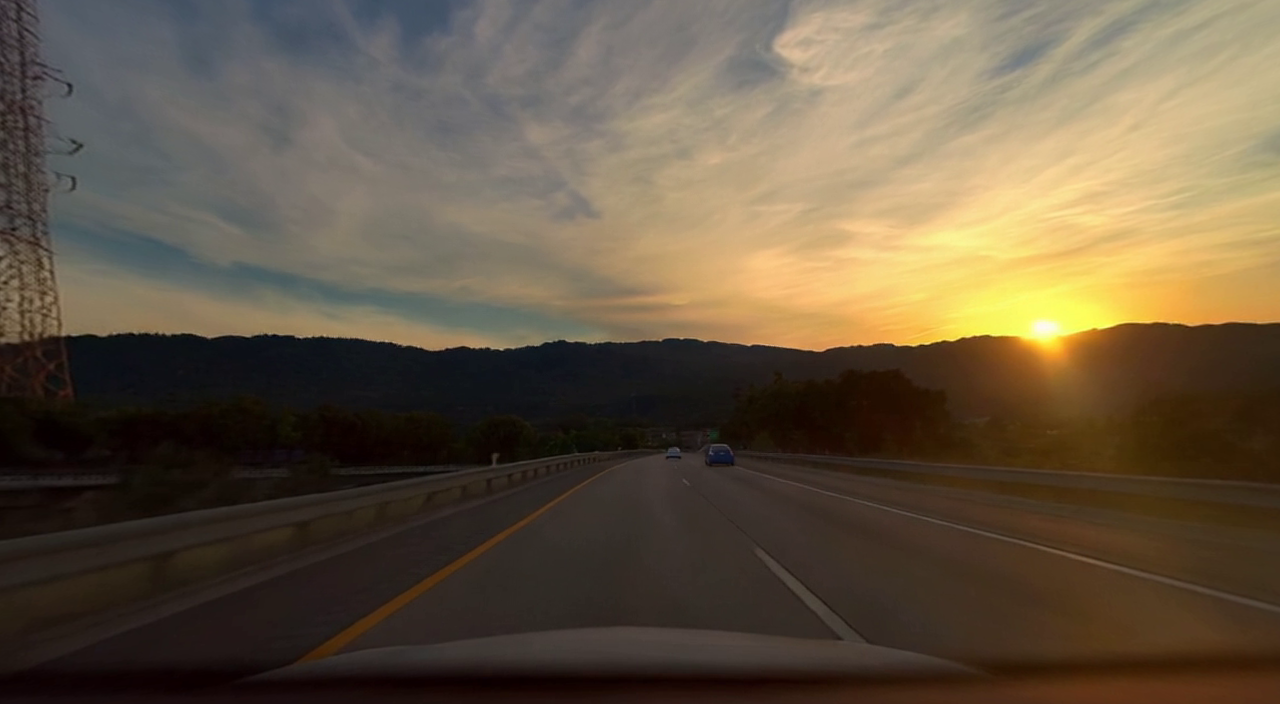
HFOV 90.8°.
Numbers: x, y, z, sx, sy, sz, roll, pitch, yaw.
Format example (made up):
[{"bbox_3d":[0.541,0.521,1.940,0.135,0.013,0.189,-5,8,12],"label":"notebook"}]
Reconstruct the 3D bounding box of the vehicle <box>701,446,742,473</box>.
[{"bbox_3d":[4.875,6.478,38.146,2.030,1.526,4.165,0,-9,2],"label":"vehicle"}]
